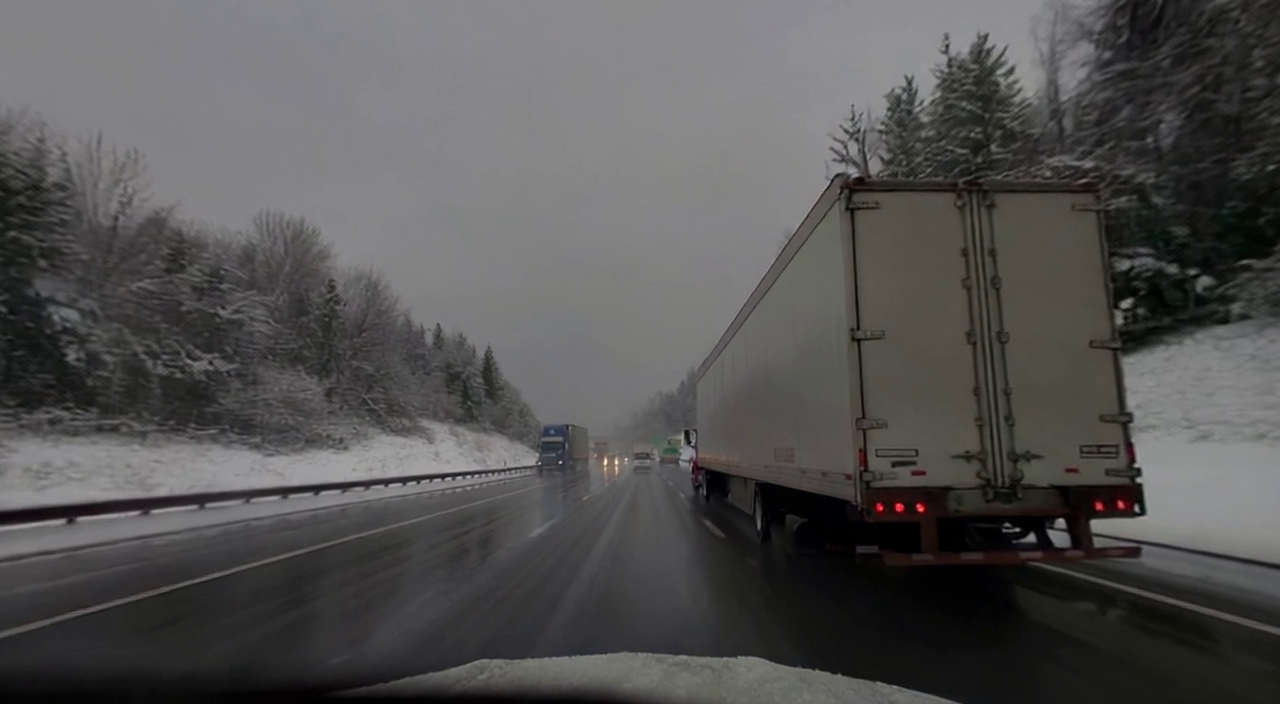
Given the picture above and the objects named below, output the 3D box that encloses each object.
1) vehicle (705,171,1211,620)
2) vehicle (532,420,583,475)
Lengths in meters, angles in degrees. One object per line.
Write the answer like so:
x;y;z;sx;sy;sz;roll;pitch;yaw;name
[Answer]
3.474;1.362;12.644;2.845;4.071;14.008;0;-9;0;vehicle
-6.226;7.338;48.525;3.004;3.974;5.891;0;-9;1;vehicle
